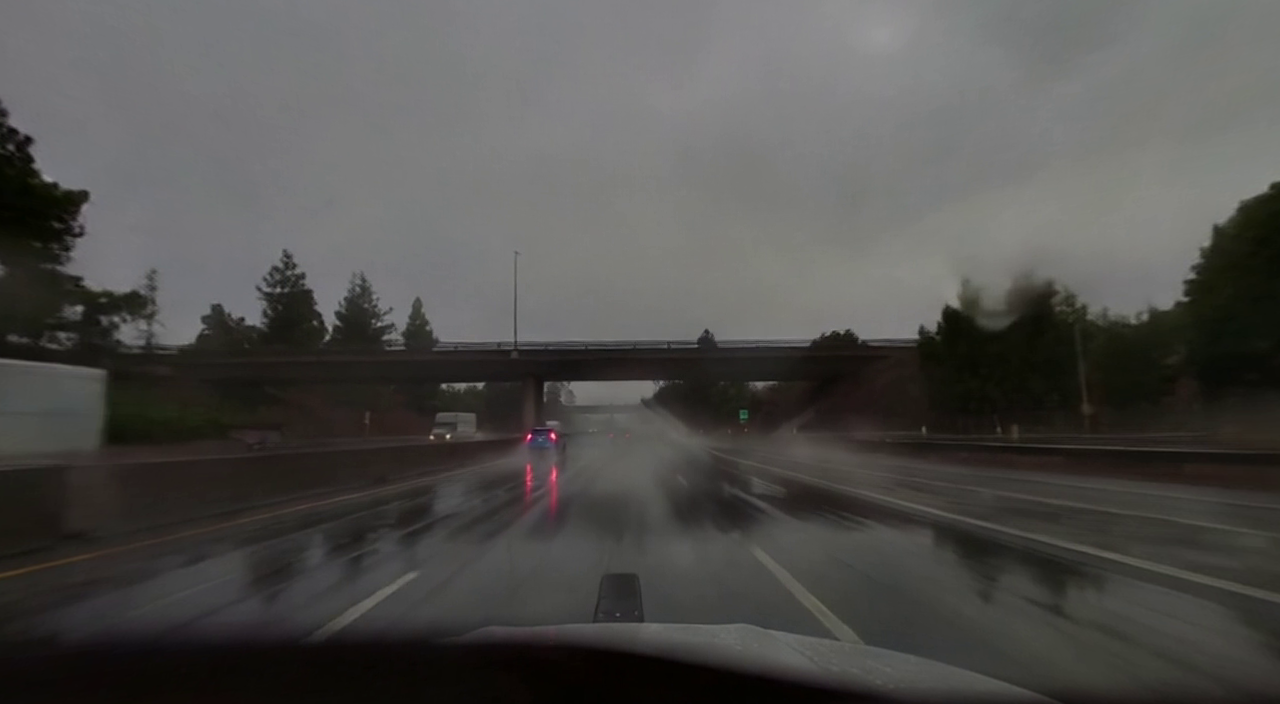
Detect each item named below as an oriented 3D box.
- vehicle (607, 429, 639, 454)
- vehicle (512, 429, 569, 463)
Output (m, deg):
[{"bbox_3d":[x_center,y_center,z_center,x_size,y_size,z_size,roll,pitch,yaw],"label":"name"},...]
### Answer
[{"bbox_3d":[-1.120,6.123,43.253,2.116,1.625,4.004,0,-8,0],"label":"vehicle"},{"bbox_3d":[-4.798,4.606,30.961,2.017,1.537,4.496,0,-8,0],"label":"vehicle"}]
